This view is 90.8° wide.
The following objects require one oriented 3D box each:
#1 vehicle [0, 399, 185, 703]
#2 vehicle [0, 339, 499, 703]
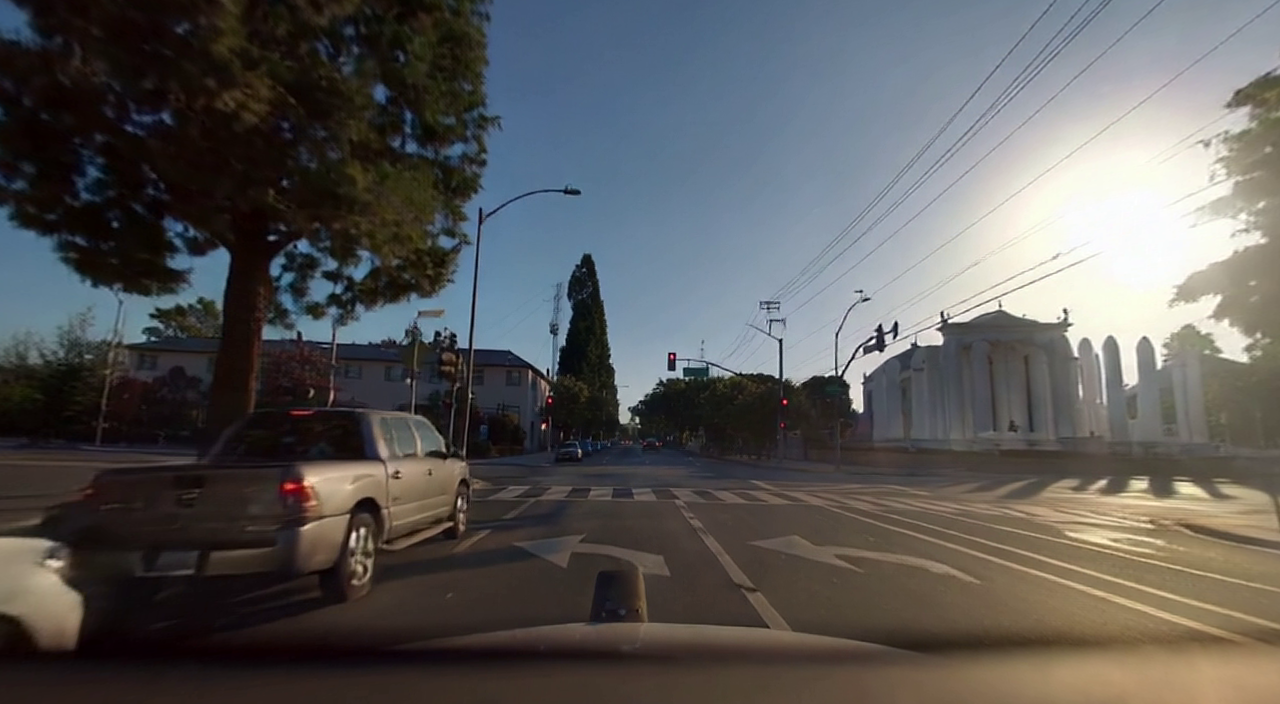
[{"bbox_3d":[-3.460,0.753,1.108,1.855,1.534,4.644,0,-9,0],"label":"vehicle"},{"bbox_3d":[-3.344,1.335,6.392,2.271,1.885,6.346,0,-8,1],"label":"vehicle"}]
